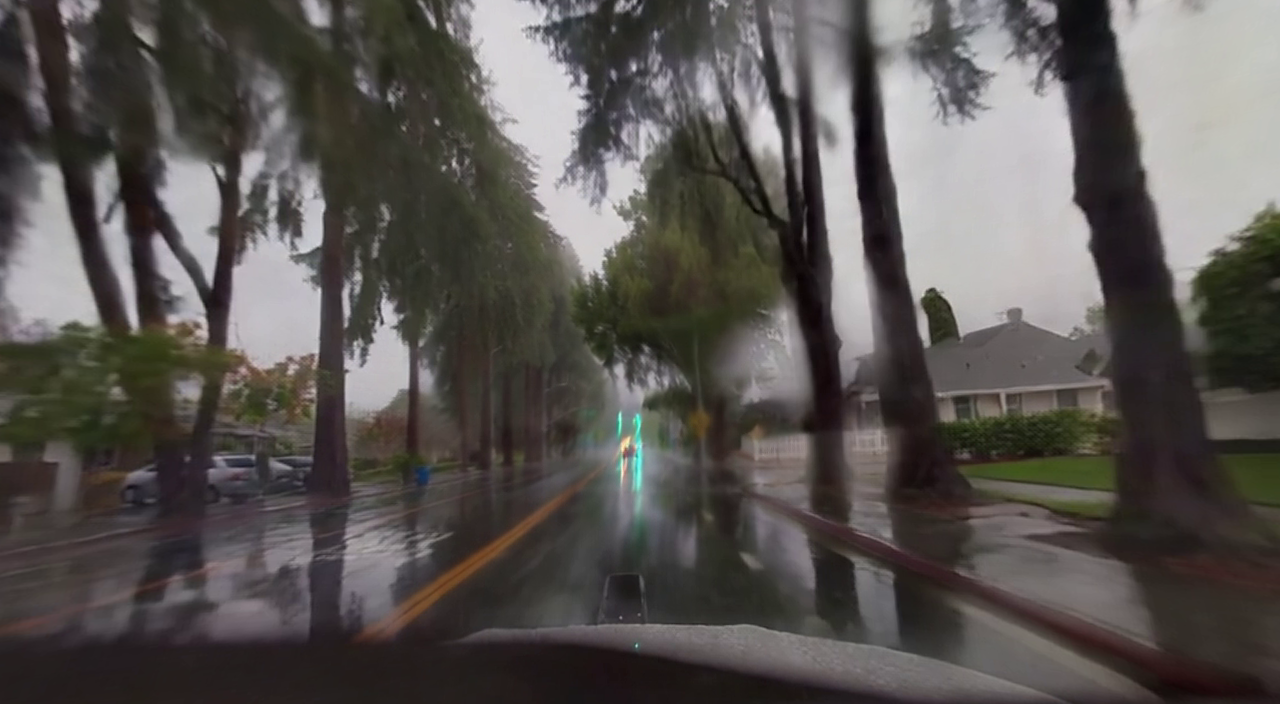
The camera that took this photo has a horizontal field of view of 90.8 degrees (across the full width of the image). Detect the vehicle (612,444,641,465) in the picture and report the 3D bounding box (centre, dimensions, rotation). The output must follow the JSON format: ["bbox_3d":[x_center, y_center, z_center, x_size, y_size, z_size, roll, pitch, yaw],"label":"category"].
[{"bbox_3d":[-1.005,7.743,48.064,2.104,1.500,3.815,0,-8,-1],"label":"vehicle"}]

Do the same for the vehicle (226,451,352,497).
[{"bbox_3d":[-16.141,5.612,29.281,2.043,1.803,4.631,-12,-13,37],"label":"vehicle"}]

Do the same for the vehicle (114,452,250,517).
[{"bbox_3d":[-16.658,4.739,23.427,2.378,1.922,5.801,0,-8,-18],"label":"vehicle"}]
